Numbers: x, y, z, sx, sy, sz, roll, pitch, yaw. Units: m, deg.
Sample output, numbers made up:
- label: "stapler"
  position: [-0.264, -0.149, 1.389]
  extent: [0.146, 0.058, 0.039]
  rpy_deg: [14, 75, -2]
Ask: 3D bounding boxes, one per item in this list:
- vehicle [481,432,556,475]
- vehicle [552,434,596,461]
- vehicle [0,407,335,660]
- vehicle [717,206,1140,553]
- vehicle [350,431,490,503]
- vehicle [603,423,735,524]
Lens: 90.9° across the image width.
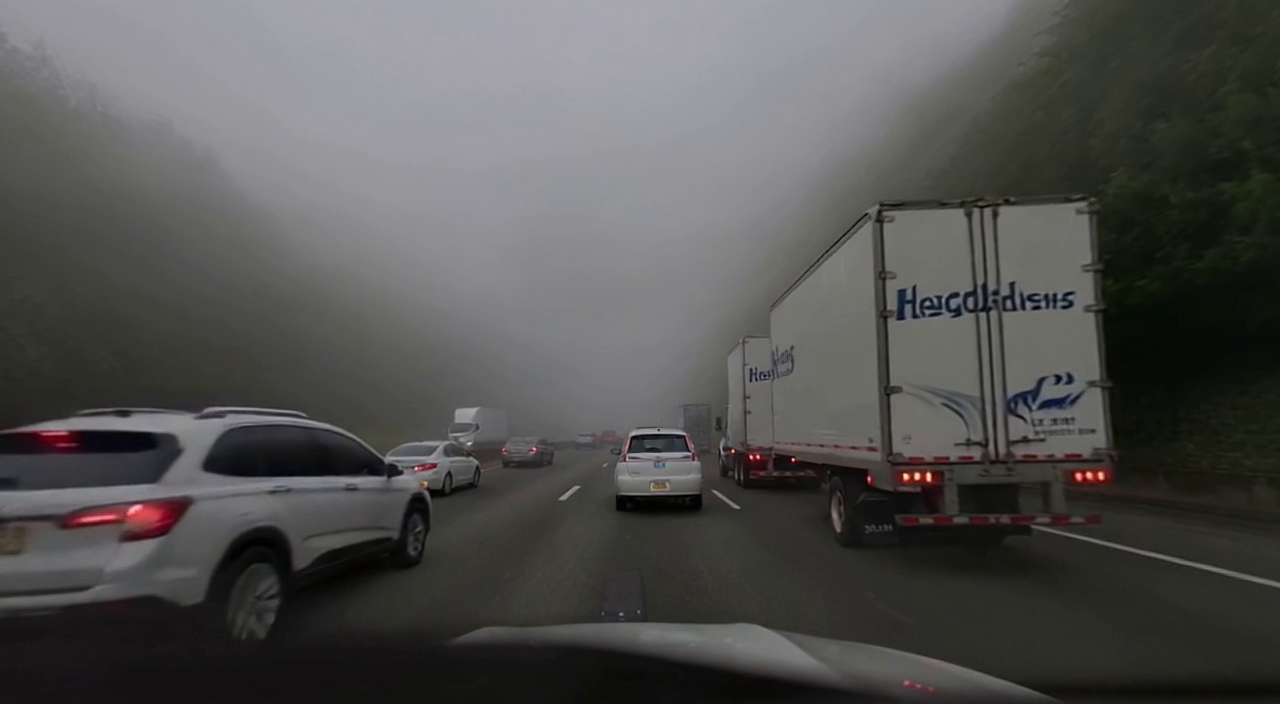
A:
- label: "vehicle"
  position: [-4.537, 3.844, 24.201]
  extent: [1.887, 1.493, 4.411]
  rpy_deg: [0, -8, 1]
- label: "vehicle"
  position: [-3.819, 5.618, 37.314]
  extent: [2.005, 1.475, 4.466]
  rpy_deg: [0, -8, 2]
- label: "vehicle"
  position: [-4.588, 1.343, 5.693]
  extent: [1.821, 1.514, 3.677]
  rpy_deg: [0, -8, -1]
- label: "vehicle"
  position: [4.086, 1.205, 14.325]
  extent: [2.817, 3.989, 14.321]
  rpy_deg: [0, -8, 0]
- label: "vehicle"
  position: [-5.036, 2.650, 15.076]
  extent: [1.880, 1.458, 3.978]
  rpy_deg: [0, -8, 1]
- label: "vehicle"
  position: [0.400, 2.075, 11.299]
  extent: [1.973, 1.505, 3.568]
  rpy_deg: [0, -8, -1]
